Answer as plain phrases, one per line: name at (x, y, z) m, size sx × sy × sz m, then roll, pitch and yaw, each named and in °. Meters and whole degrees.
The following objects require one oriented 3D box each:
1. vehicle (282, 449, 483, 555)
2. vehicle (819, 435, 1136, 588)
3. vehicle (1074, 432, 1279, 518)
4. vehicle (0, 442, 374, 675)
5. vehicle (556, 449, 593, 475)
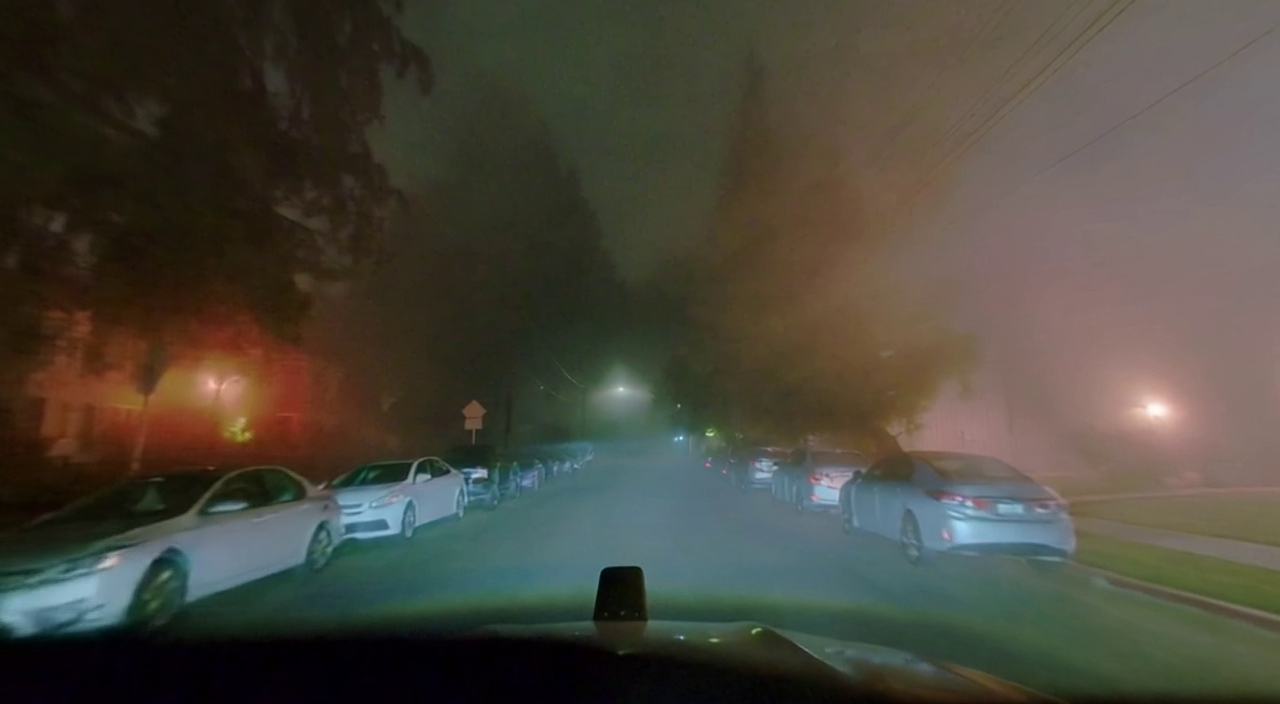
vehicle at (-4.435, 2.604, 11.735) m, size 1.920 × 1.501 × 4.552 m, roll -1°, pitch -8°, yaw -1°
vehicle at (4.047, 1.961, 8.602) m, size 1.862 × 1.525 × 4.421 m, roll 0°, pitch -9°, yaw 0°
vehicle at (11.144, 2.392, 12.630) m, size 1.968 × 1.446 × 3.961 m, roll 0°, pitch -9°, yaw 1°
vehicle at (-4.556, 1.773, 6.530) m, size 1.870 × 1.562 × 4.212 m, roll -2°, pitch -8°, yaw -2°
vehicle at (-4.366, 7.408, 42.361) m, size 2.013 × 1.645 × 4.318 m, roll 0°, pitch -9°, yaw 0°
